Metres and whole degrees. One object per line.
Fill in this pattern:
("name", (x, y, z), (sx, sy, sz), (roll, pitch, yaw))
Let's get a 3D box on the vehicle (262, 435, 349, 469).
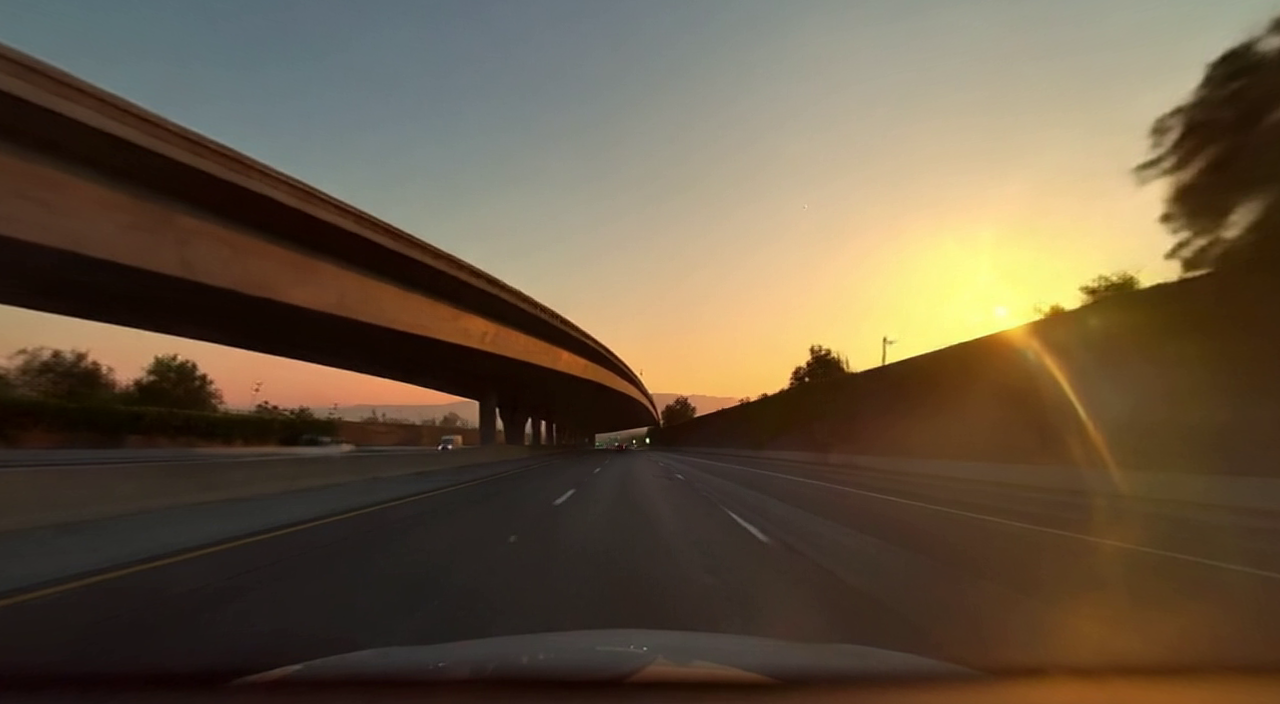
("vehicle", (-16.150, 4.819, 30.637), (1.907, 1.527, 4.232), (0, -8, 0))
